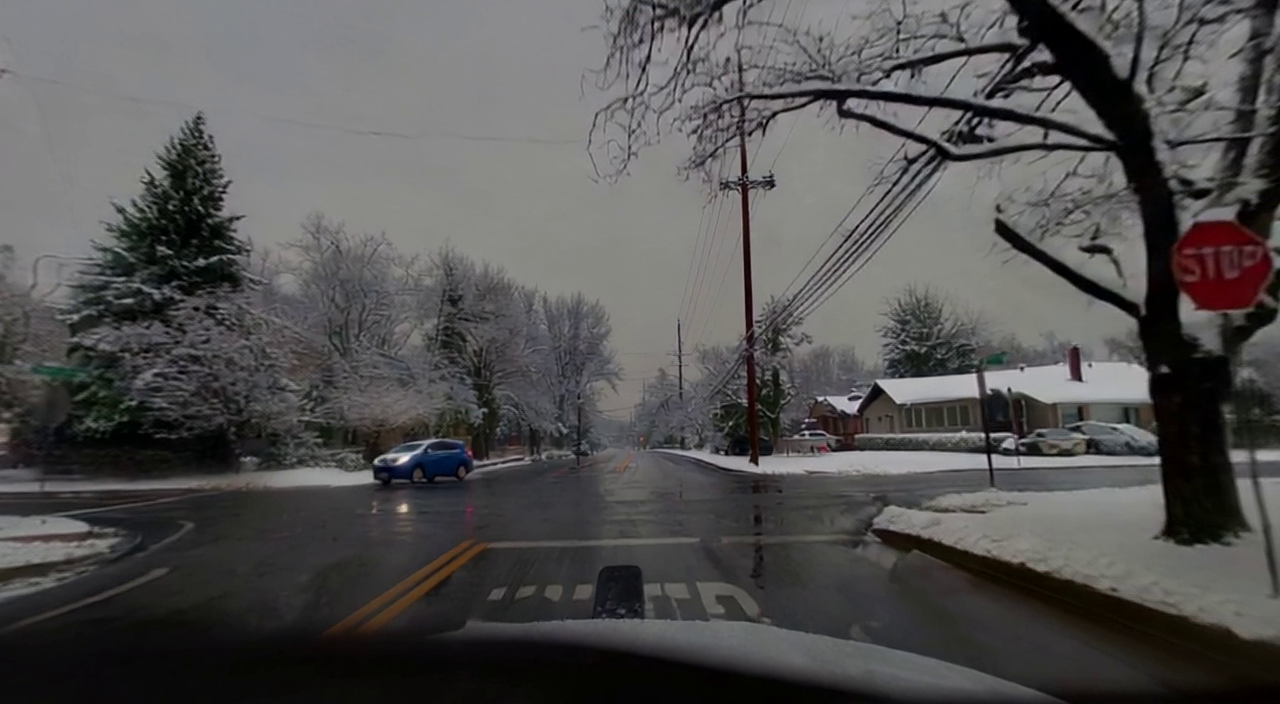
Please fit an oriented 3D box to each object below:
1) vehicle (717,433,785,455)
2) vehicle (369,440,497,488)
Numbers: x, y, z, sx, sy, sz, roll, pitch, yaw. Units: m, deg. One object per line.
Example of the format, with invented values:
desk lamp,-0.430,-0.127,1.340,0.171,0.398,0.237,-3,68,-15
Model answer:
vehicle,8.455,7.065,48.554,4.784,1.647,1.947,0,-8,-4
vehicle,-7.523,4.075,23.508,1.988,1.596,4.396,-4,-9,26
